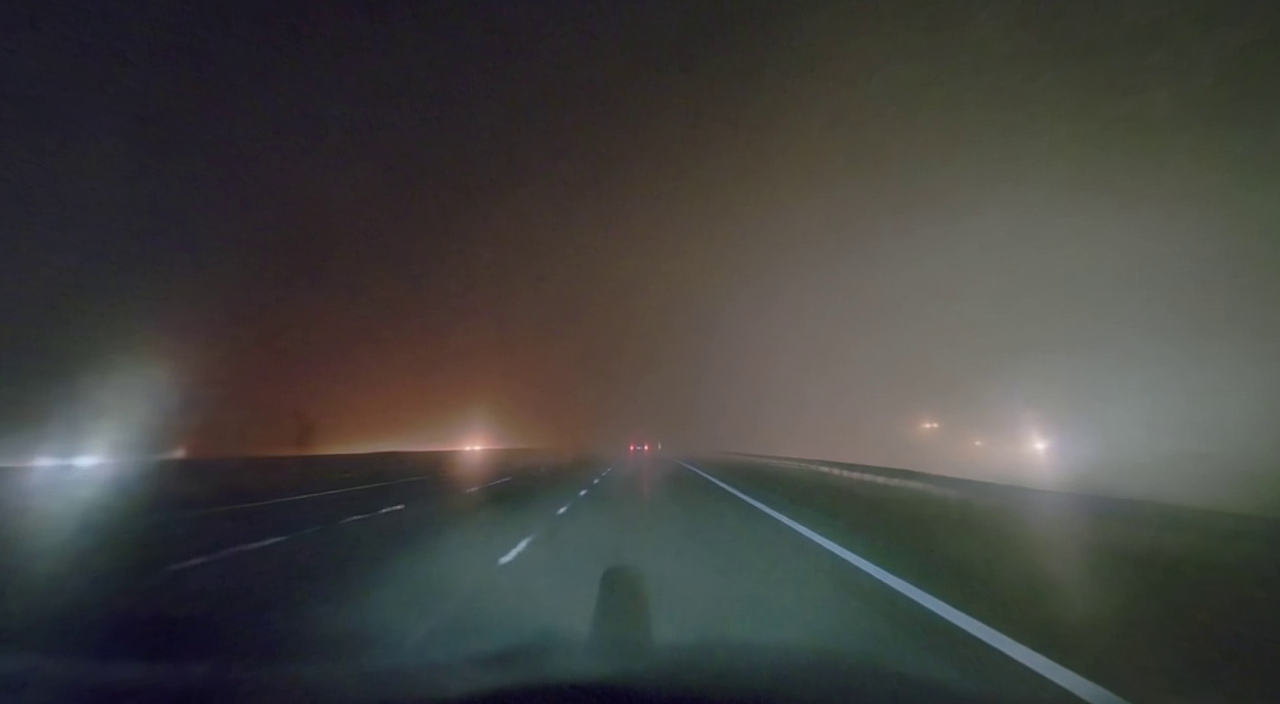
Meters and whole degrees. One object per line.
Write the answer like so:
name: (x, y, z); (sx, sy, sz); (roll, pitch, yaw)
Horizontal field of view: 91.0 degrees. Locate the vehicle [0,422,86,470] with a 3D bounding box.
vehicle: (-24.026, 3.529, 23.609); (2.268, 1.693, 4.484); (-1, -8, 0)
